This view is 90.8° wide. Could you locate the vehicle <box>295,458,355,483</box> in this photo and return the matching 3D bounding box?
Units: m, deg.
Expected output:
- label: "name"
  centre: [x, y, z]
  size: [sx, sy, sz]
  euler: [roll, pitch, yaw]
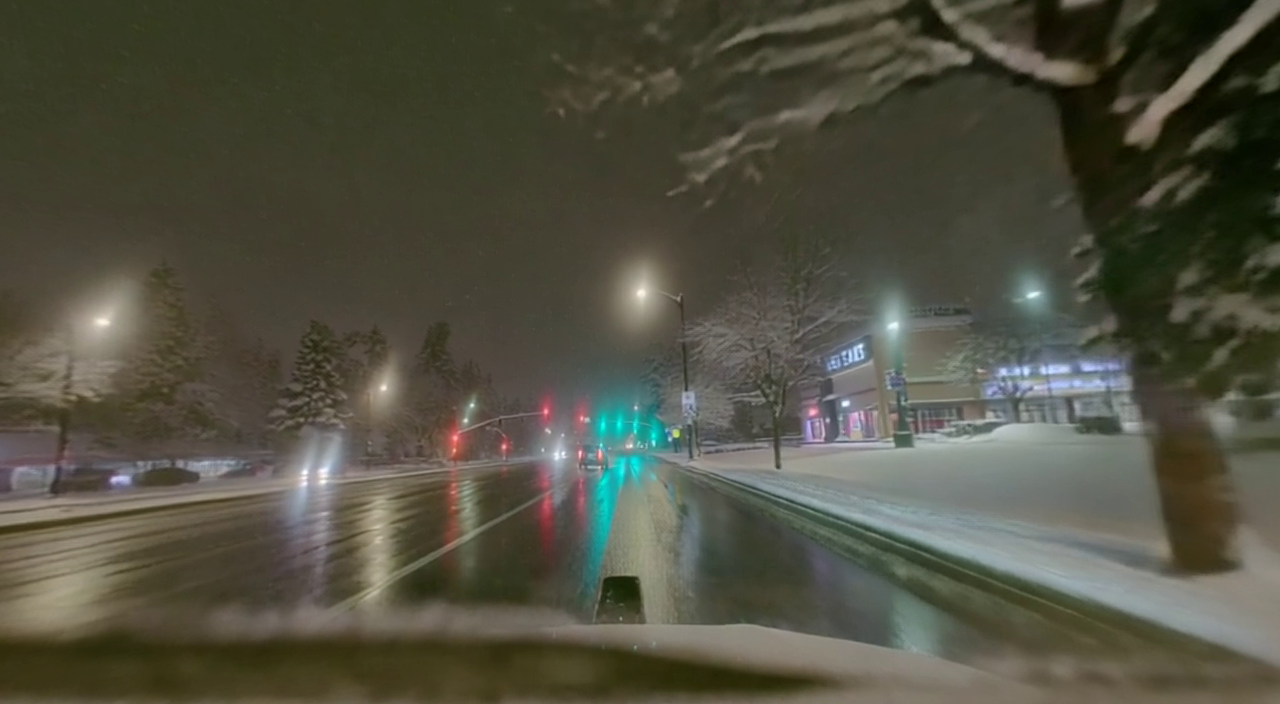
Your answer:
- label: "vehicle"
  centre: [-22.746, 8.556, 45.828]
  size: [2.127, 1.538, 4.558]
  euler: [0, -8, -1]
